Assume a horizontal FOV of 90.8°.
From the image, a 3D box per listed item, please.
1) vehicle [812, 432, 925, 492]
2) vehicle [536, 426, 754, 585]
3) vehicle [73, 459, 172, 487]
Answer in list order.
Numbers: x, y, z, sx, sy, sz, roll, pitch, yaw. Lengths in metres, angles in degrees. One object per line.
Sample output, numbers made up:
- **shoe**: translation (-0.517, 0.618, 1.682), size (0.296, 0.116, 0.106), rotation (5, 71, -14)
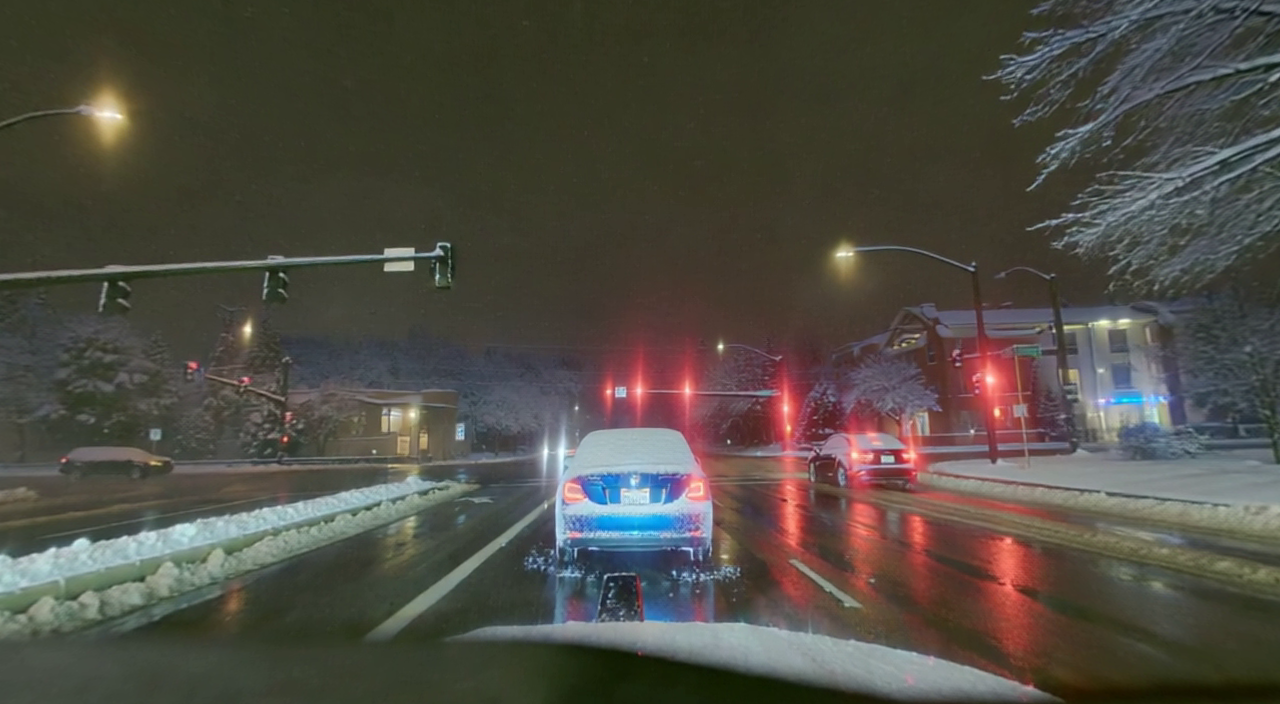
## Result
- **vehicle**: translation (7.054, 3.438, 20.067), size (2.039, 1.692, 4.319), rotation (0, -8, 1)
- **vehicle**: translation (-0.012, 1.772, 8.173), size (2.070, 1.488, 4.206), rotation (0, -8, -2)
- **vehicle**: translation (-32.396, 7.556, 39.656), size (4.401, 1.625, 1.863), rotation (0, -8, -4)
